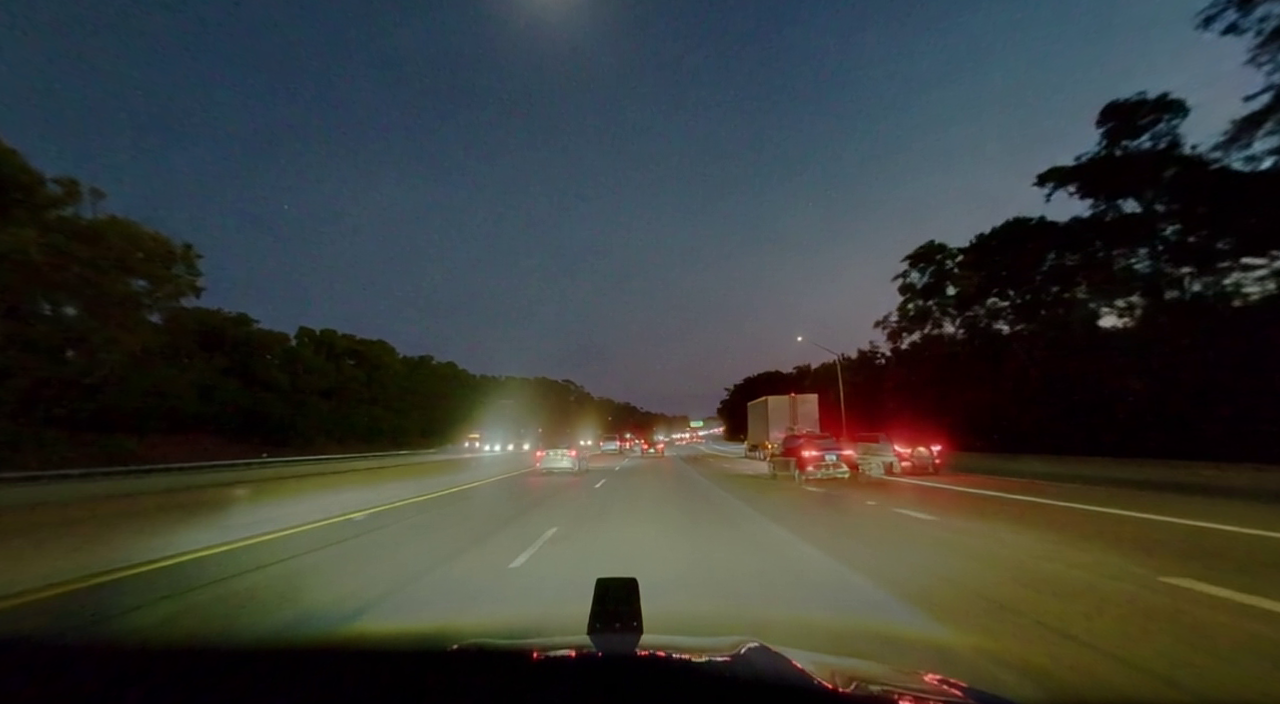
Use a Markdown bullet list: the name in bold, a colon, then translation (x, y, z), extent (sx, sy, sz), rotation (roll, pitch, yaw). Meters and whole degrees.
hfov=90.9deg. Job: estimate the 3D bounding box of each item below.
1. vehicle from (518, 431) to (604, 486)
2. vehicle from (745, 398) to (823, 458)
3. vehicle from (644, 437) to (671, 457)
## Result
- **vehicle**: translation (-2.456, 3.440, 20.828), extent (2.137, 1.618, 4.209), rotation (0, -8, 2)
- **vehicle**: translation (10.218, 5.630, 46.065), extent (2.999, 3.901, 10.127), rotation (0, -8, -1)
- **vehicle**: translation (1.341, 7.373, 49.054), extent (2.004, 1.465, 3.842), rotation (0, -8, 1)
